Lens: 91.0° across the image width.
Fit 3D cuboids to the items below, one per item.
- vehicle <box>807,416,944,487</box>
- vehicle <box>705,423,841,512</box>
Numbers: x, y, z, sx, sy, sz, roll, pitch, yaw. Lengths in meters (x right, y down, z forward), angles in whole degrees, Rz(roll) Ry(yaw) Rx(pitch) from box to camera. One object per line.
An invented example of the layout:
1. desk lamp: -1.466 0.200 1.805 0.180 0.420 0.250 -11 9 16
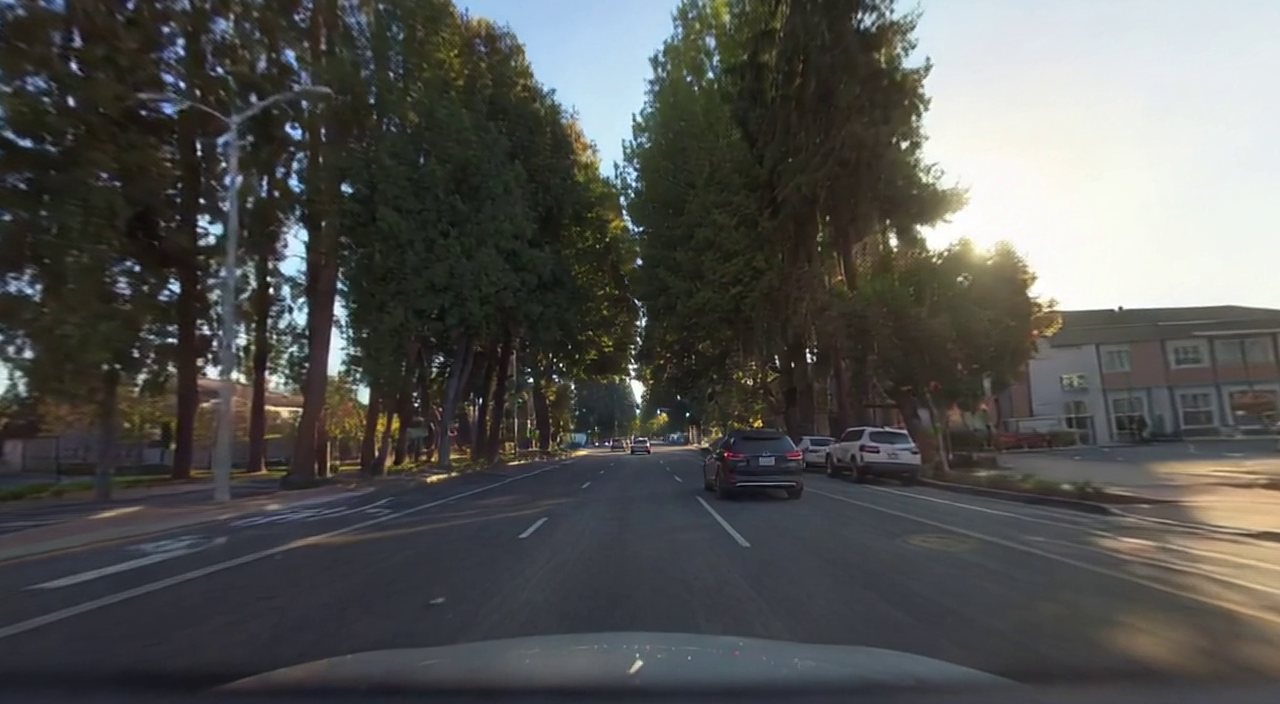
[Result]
1. vehicle: 7.488 3.265 20.904 2.259 1.990 5.752 0 -8 -1
2. vehicle: 2.725 2.467 13.924 2.022 1.656 4.025 0 -8 -2
